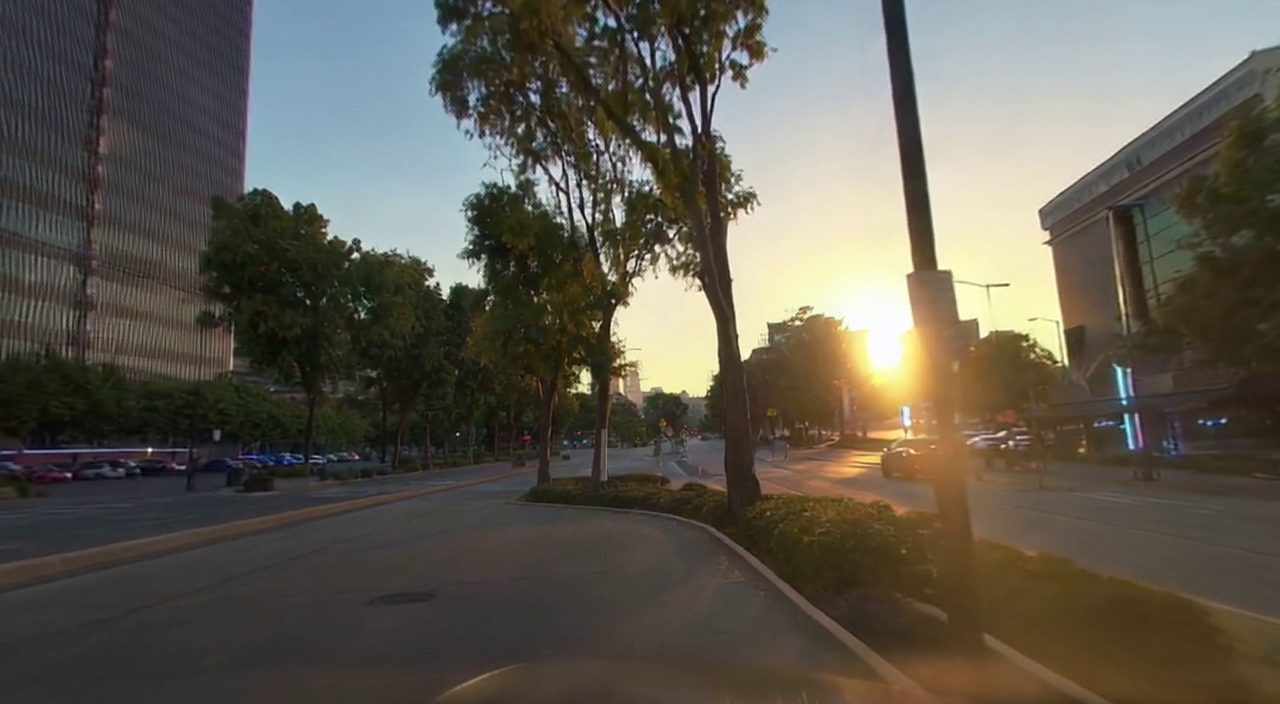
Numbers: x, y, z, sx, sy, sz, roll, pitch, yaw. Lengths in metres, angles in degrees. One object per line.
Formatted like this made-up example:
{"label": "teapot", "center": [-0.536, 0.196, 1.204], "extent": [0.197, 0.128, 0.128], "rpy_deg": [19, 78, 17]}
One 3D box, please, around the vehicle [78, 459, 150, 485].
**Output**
{"label": "vehicle", "center": [-34.882, 7.892, 41.874], "extent": [4.416, 1.541, 2.102], "rpy_deg": [-5, -10, 30]}

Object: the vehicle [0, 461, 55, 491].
{"label": "vehicle", "center": [-35.375, 6.996, 35.906], "extent": [4.157, 1.458, 2.130], "rpy_deg": [-6, -10, 34]}

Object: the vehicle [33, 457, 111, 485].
{"label": "vehicle", "center": [-34.276, 7.123, 38.067], "extent": [5.124, 1.541, 2.121], "rpy_deg": [-6, -10, 33]}

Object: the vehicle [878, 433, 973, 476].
{"label": "vehicle", "center": [12.054, 4.360, 27.067], "extent": [2.100, 1.638, 4.545], "rpy_deg": [0, -9, 2]}

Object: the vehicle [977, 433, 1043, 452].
{"label": "vehicle", "center": [27.828, 6.857, 47.606], "extent": [3.839, 1.386, 1.816], "rpy_deg": [-1, -9, 6]}

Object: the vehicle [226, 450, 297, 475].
{"label": "vehicle", "center": [-28.597, 8.295, 47.647], "extent": [5.483, 1.719, 2.112], "rpy_deg": [-5, -10, 31]}
